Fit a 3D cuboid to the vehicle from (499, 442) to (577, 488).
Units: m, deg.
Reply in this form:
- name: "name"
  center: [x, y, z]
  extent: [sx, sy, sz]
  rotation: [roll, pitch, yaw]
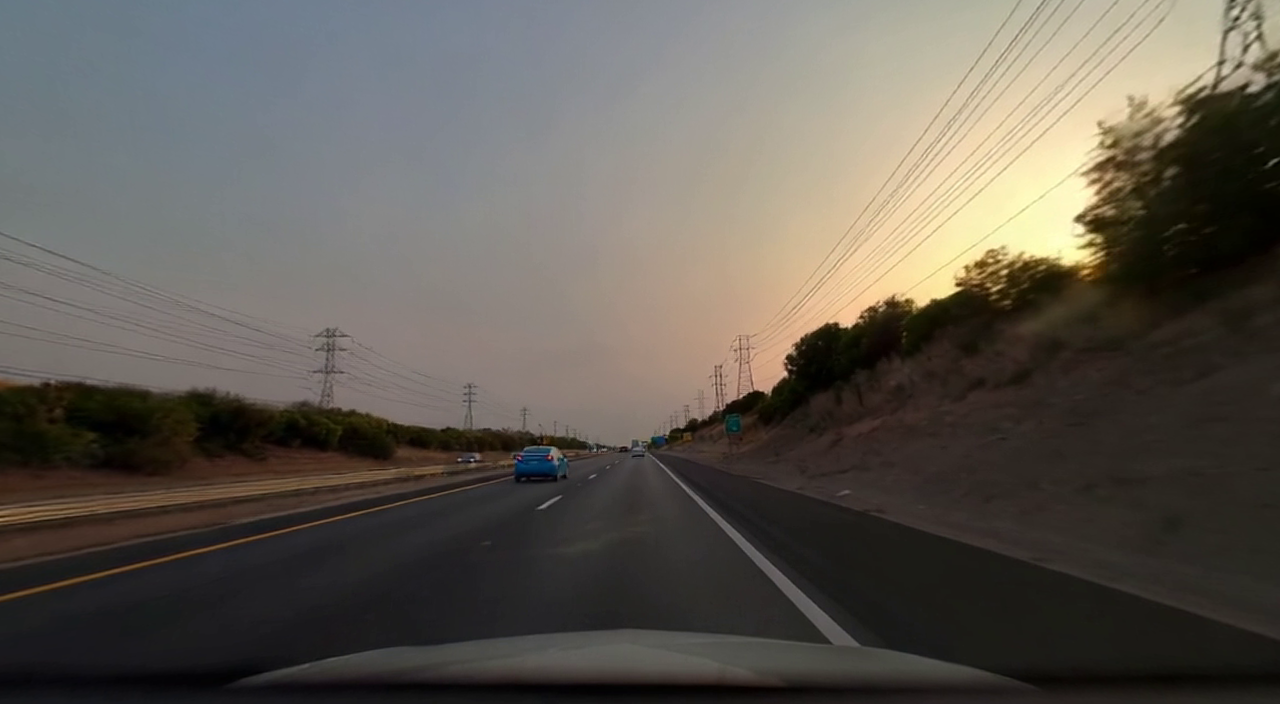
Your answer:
- name: "vehicle"
  center: [-3.694, 4.206, 23.700]
  extent: [2.106, 1.543, 4.465]
  rotation: [0, -9, 1]
